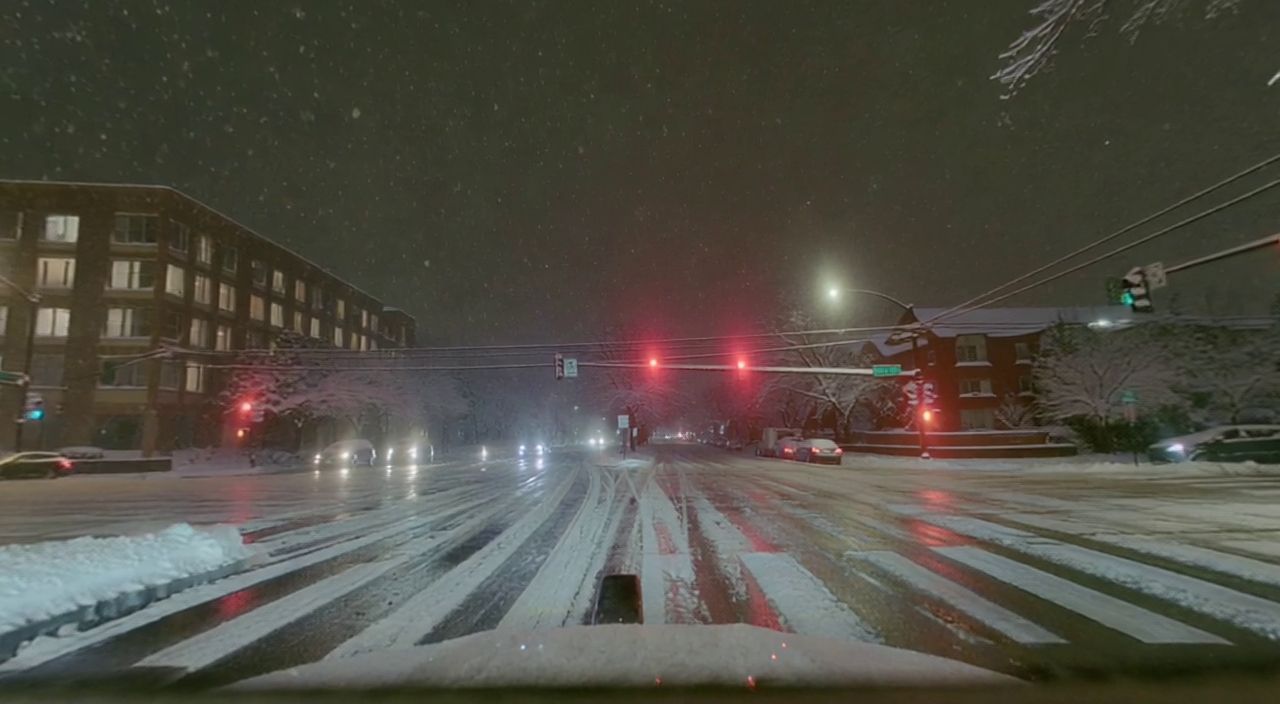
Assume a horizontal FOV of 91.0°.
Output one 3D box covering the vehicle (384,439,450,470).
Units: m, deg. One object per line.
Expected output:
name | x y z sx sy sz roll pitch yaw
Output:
vehicle | -15.142 6.986 43.161 2.340 1.946 5.450 0 -9 2

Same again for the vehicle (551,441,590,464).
vehicle | -4.534 6.645 41.669 1.954 1.431 4.050 -1 -9 2

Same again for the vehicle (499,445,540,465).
vehicle | -8.095 6.946 42.620 1.910 1.321 3.692 0 -9 2

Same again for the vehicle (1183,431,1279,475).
vehicle | 22.316 3.551 22.251 4.474 1.477 1.908 0 -9 -3

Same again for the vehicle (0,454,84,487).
vehicle | -29.617 5.589 29.754 4.512 1.436 1.899 4 -10 -27

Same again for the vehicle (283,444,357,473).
vehicle | -21.698 7.217 42.968 2.032 1.839 4.884 -1 -9 7

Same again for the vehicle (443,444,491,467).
vehicle | -11.641 6.998 42.724 1.911 1.476 4.297 -1 -9 2

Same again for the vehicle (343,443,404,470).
vehicle | -18.543 7.276 43.992 2.237 1.801 4.541 0 -9 1
